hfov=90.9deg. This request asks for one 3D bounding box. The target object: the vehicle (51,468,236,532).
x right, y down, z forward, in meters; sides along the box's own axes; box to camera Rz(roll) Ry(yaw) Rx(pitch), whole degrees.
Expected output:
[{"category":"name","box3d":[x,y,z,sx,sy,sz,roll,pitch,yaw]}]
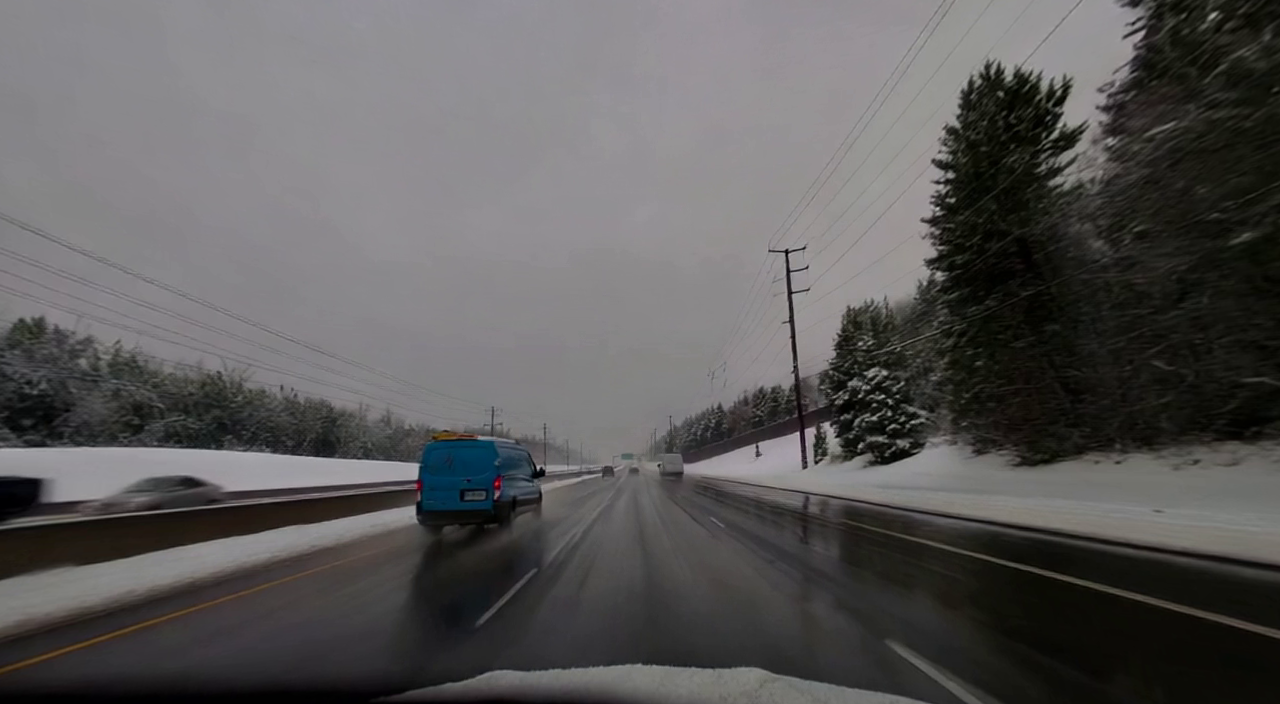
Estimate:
[{"category":"vehicle","box3d":[-12.927,3.849,16.760,1.823,1.457,3.720,1,-10,0]}]

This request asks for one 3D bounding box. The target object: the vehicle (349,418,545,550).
[{"category":"vehicle","box3d":[-3.383,2.497,12.271,2.324,2.008,4.654,1,-10,0]}]
